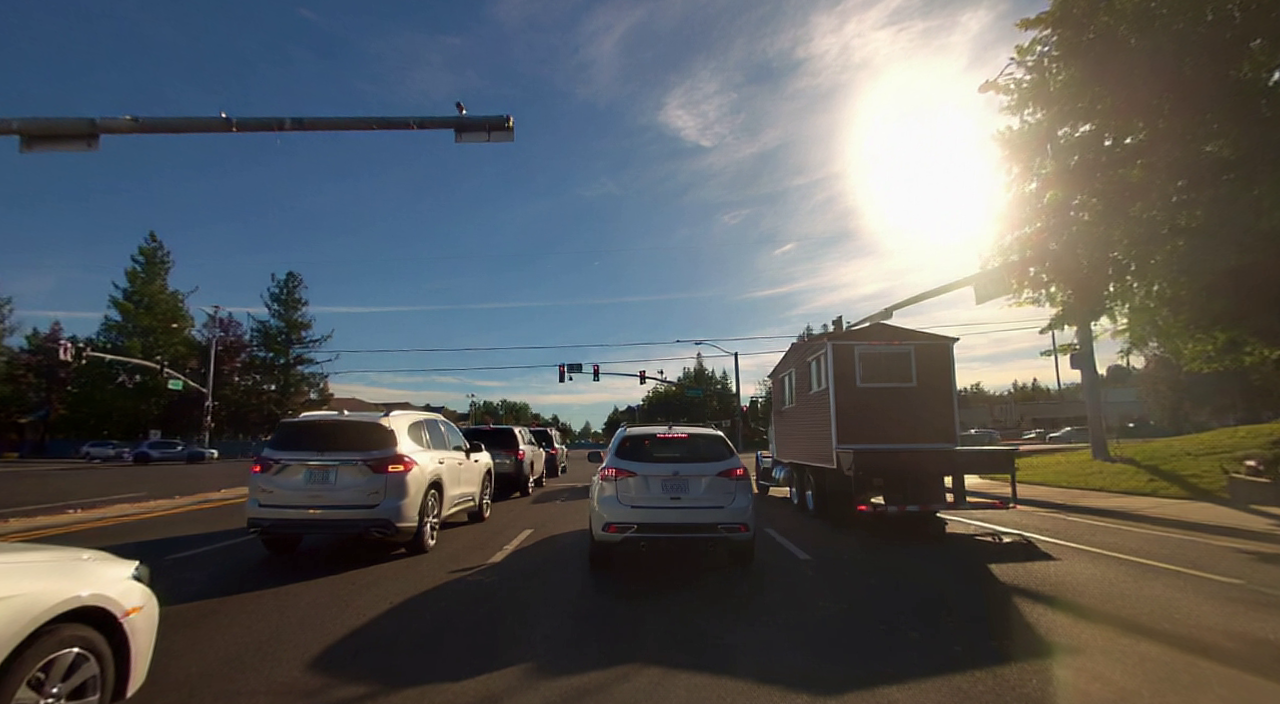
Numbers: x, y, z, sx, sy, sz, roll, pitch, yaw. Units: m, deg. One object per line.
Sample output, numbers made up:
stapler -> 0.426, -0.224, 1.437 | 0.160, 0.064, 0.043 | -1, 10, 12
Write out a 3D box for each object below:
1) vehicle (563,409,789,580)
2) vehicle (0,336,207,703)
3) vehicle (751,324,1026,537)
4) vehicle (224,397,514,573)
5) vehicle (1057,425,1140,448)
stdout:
vehicle -> 0.354, 1.701, 8.309 | 2.189, 1.649, 4.171 | 0, -9, 0
vehicle -> -3.434, 0.670, 1.476 | 1.952, 1.730, 4.116 | 0, -9, -1
vehicle -> 3.683, 1.403, 11.010 | 2.531, 2.750, 5.595 | 0, -9, 1
vehicle -> -3.267, 1.716, 8.851 | 2.085, 1.812, 4.388 | 0, -9, 0
vehicle -> 33.170, 6.159, 45.876 | 4.671, 1.595, 1.824 | -6, -10, 31
